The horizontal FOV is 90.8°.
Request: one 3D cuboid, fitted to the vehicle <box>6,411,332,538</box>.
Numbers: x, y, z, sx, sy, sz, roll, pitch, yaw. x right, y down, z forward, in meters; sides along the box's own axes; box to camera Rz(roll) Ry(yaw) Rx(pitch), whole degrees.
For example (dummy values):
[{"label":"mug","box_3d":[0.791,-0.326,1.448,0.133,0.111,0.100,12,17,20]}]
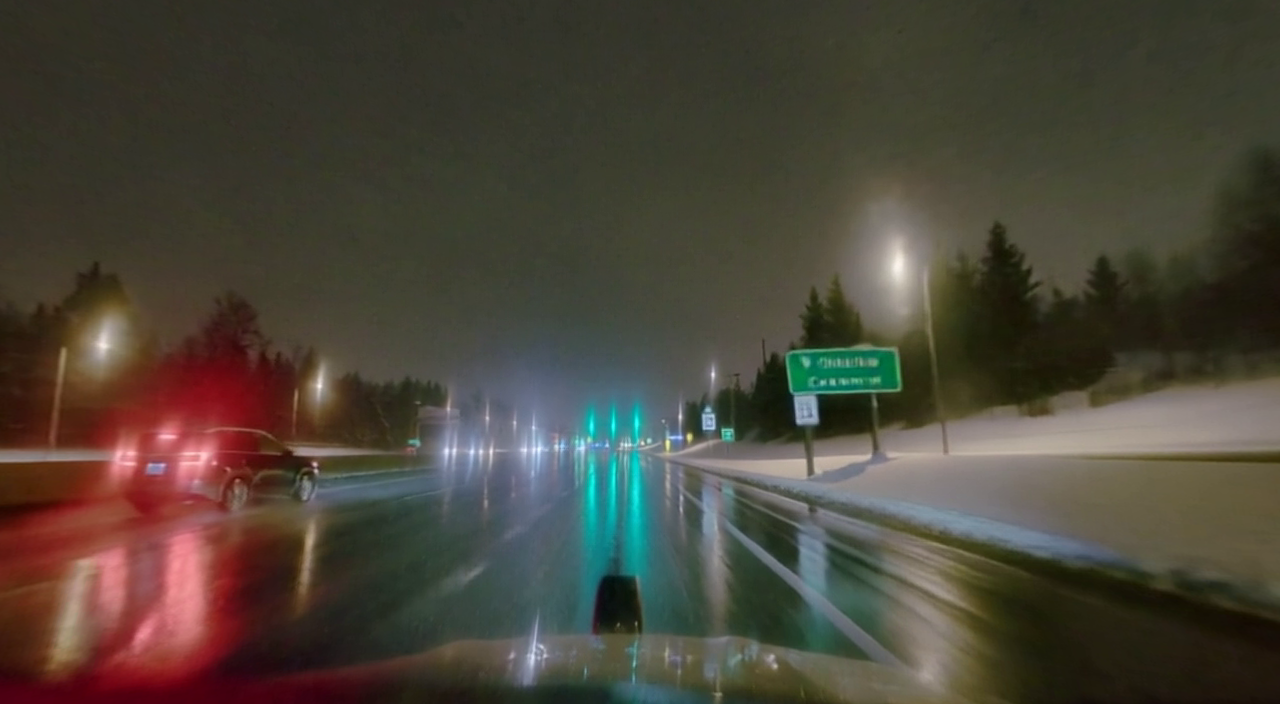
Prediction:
[{"label":"vehicle","box_3d":[-7.969,2.122,11.544,2.231,1.807,4.758,0,-8,0]}]
